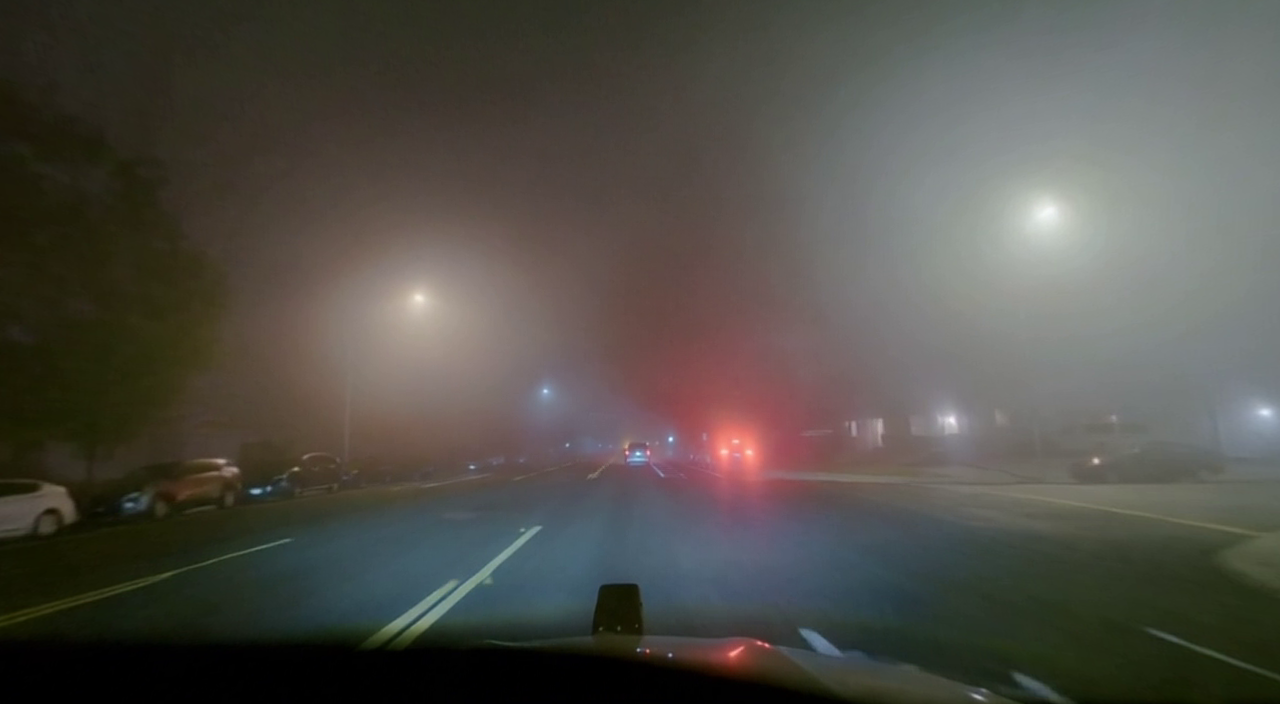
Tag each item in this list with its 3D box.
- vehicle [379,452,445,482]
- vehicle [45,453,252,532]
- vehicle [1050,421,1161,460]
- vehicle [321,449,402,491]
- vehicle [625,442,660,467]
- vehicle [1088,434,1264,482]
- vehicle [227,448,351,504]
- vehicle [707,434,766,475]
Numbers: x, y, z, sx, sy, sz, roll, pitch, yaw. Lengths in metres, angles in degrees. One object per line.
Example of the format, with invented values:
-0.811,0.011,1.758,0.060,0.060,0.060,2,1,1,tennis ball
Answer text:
-12.649,6.400,35.363,1.835,1.488,4.696,0,-9,1,vehicle
-12.734,3.604,16.849,1.938,1.738,4.516,0,-9,-2,vehicle
23.508,4.528,32.208,1.990,1.816,4.755,0,-9,0,vehicle
-12.790,5.396,29.344,1.917,1.739,4.461,0,-9,-3,vehicle
0.105,6.309,39.065,2.022,1.471,3.973,0,-9,-2,vehicle
18.463,3.663,21.930,4.240,1.560,1.929,0,-9,2,vehicle
-12.673,4.458,23.280,1.904,1.805,5.100,0,-9,-4,vehicle
5.055,5.409,33.771,2.195,2.000,4.789,1,-8,-3,vehicle
